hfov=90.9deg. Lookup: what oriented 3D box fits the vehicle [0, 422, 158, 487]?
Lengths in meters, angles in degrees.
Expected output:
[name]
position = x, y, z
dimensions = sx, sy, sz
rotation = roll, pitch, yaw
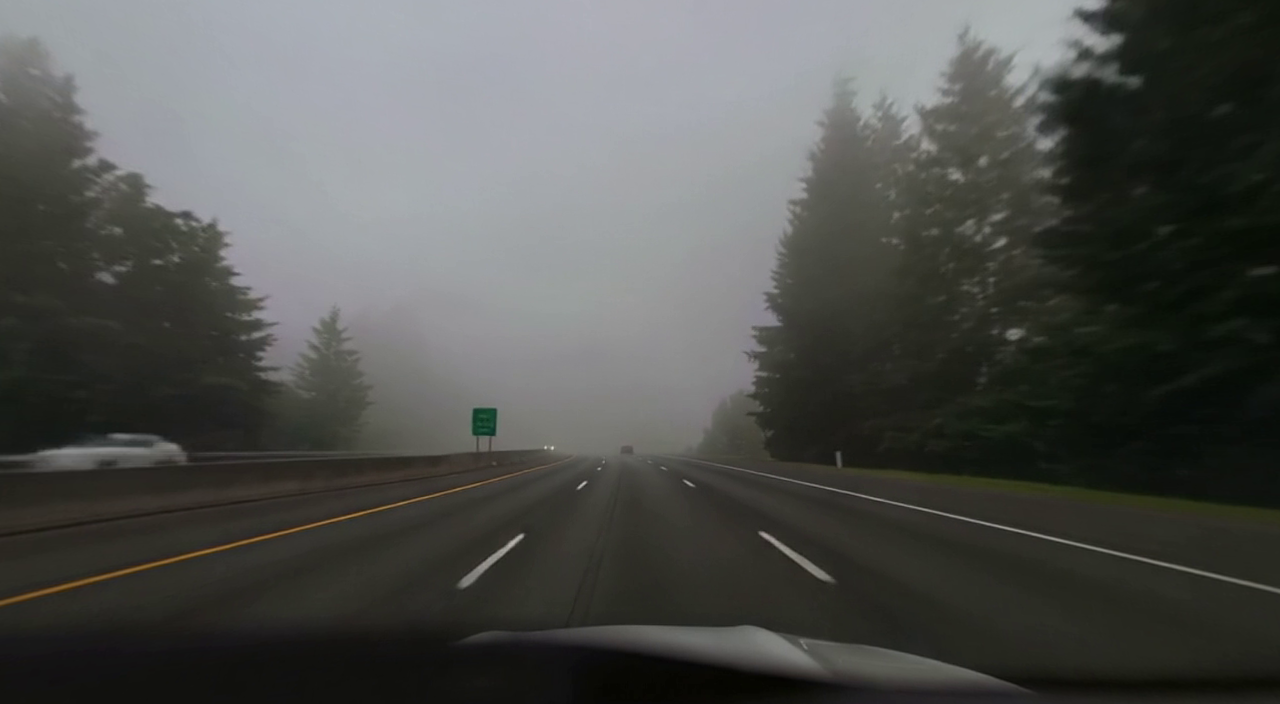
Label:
[vehicle]
position = -16.824, 2.956, 18.352
dimensions = 2.152, 1.642, 4.393
rotation = 0, -9, -2
